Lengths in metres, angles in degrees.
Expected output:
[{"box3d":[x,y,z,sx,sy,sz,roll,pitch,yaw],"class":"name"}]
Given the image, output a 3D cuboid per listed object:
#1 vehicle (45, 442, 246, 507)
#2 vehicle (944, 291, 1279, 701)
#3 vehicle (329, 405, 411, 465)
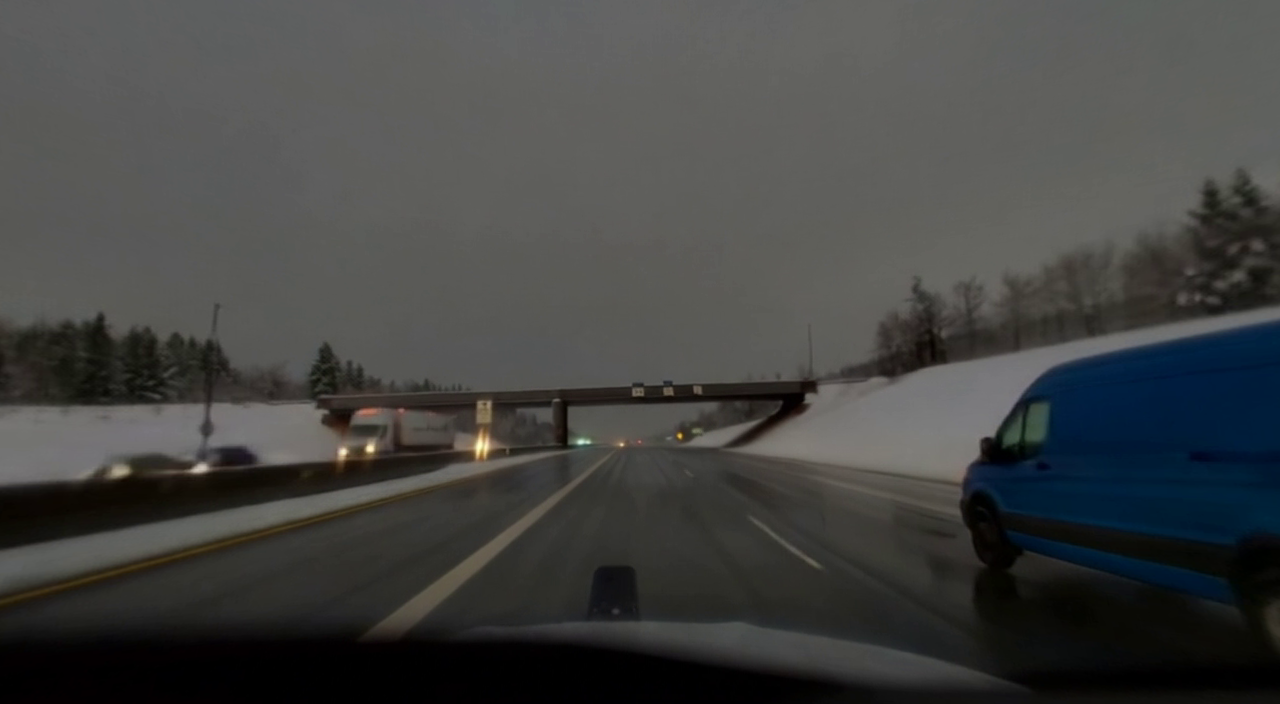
[{"box3d":[-13.361,3.284,17.469,1.923,1.526,4.507,-1,-8,0],"class":"vehicle"},{"box3d":[4.220,0.826,3.983,2.161,2.002,4.631,0,-8,-1],"class":"vehicle"},{"box3d":[-18.991,5.893,44.670,3.000,3.921,5.758,-1,-8,2],"class":"vehicle"}]
